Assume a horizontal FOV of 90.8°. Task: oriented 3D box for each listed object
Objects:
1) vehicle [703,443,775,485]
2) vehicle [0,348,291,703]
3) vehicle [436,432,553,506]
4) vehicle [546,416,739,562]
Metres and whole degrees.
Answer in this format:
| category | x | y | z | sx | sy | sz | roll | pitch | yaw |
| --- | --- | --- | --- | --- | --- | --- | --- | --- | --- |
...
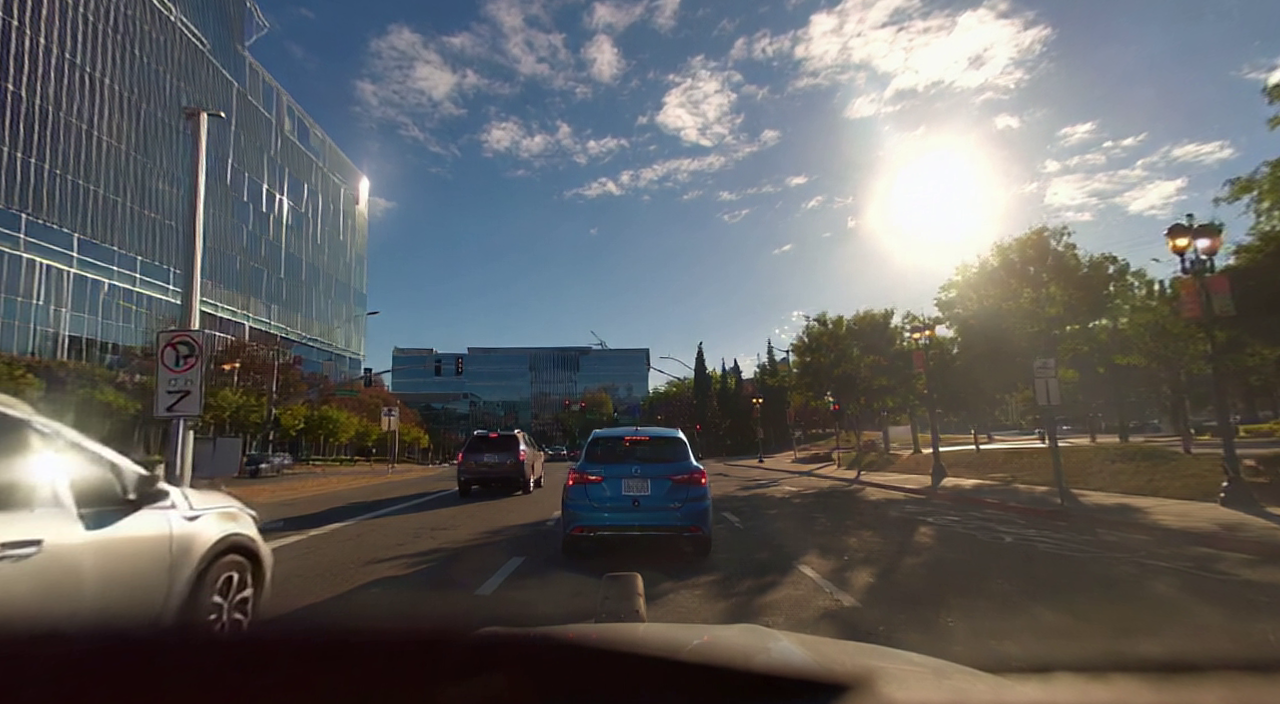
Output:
| category | x | y | z | sx | sy | sz | roll | pitch | yaw |
| --- | --- | --- | --- | --- | --- | --- | --- | --- | --- |
| vehicle | 3.705 | 4.260 | 24.457 | 2.082 | 1.445 | 4.426 | 0 | -8 | 0 |
| vehicle | -3.598 | 0.812 | 2.325 | 2.083 | 1.691 | 4.398 | 0 | -8 | 0 |
| vehicle | -3.625 | 2.989 | 16.587 | 2.068 | 1.678 | 4.199 | 0 | -8 | 0 |
| vehicle | 0.008 | 1.885 | 9.405 | 2.207 | 1.659 | 4.155 | 0 | -8 | 0 |
